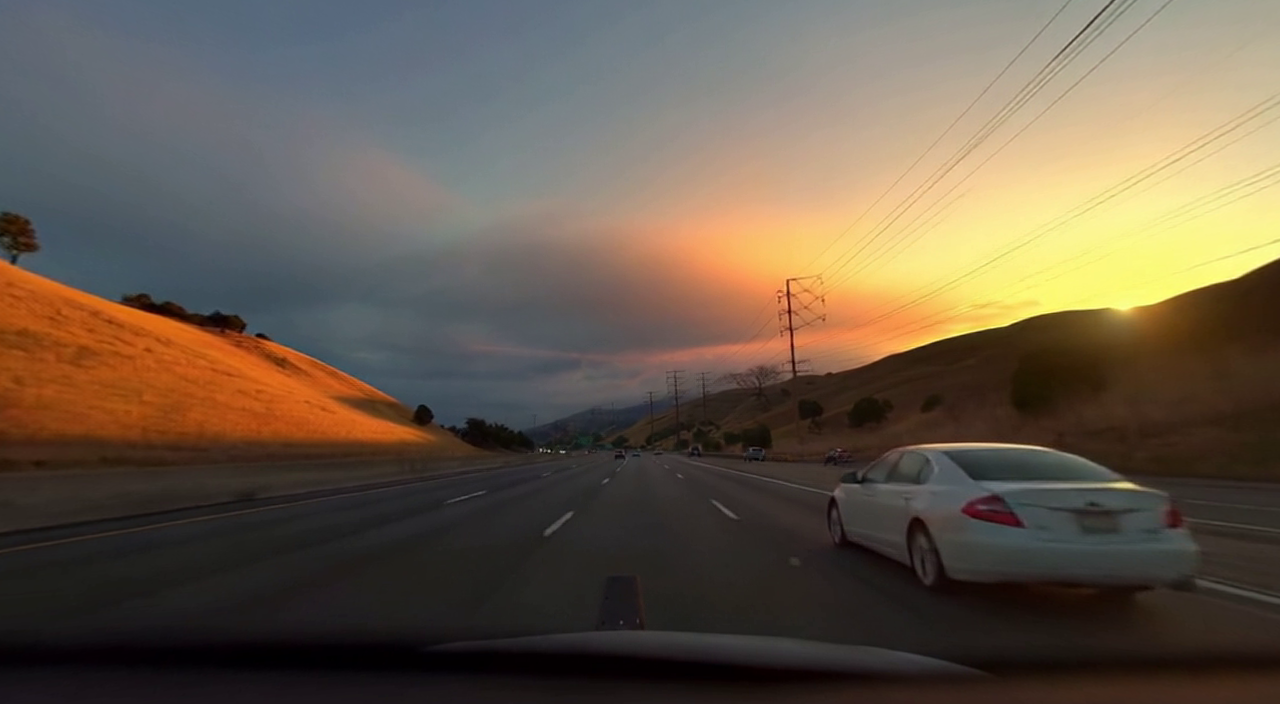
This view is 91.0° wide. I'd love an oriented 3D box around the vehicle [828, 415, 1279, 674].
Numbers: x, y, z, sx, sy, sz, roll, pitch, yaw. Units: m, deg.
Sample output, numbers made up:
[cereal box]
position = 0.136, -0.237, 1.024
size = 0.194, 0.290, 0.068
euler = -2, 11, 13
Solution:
[vehicle]
position = 3.531, 1.495, 6.045
size = 2.086, 1.542, 4.355
euler = 0, -9, 0
